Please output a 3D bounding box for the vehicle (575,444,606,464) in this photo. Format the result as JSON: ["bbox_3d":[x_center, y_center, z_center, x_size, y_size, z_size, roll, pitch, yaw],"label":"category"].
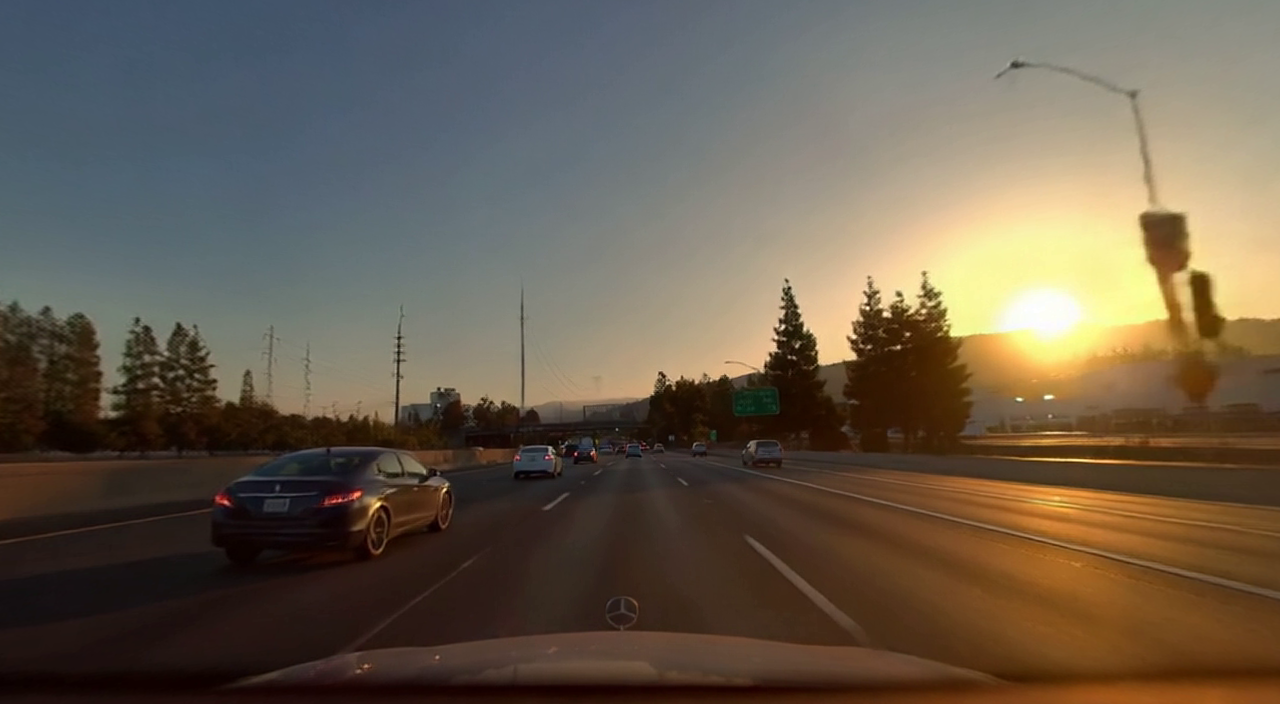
[{"bbox_3d":[-3.836,7.938,49.288,2.078,1.464,4.093,0,-9,0],"label":"vehicle"}]

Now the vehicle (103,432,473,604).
[{"bbox_3d":[-3.568,1.738,7.566,1.959,1.433,4.291,0,-9,0],"label":"vehicle"}]

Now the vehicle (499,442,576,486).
[{"bbox_3d":[-3.672,4.107,23.497,2.047,1.469,4.614,0,-9,1],"label":"vehicle"}]

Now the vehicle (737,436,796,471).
[{"bbox_3d":[6.835,5.539,34.741,2.147,1.769,4.666,0,-9,-1],"label":"vehicle"}]
